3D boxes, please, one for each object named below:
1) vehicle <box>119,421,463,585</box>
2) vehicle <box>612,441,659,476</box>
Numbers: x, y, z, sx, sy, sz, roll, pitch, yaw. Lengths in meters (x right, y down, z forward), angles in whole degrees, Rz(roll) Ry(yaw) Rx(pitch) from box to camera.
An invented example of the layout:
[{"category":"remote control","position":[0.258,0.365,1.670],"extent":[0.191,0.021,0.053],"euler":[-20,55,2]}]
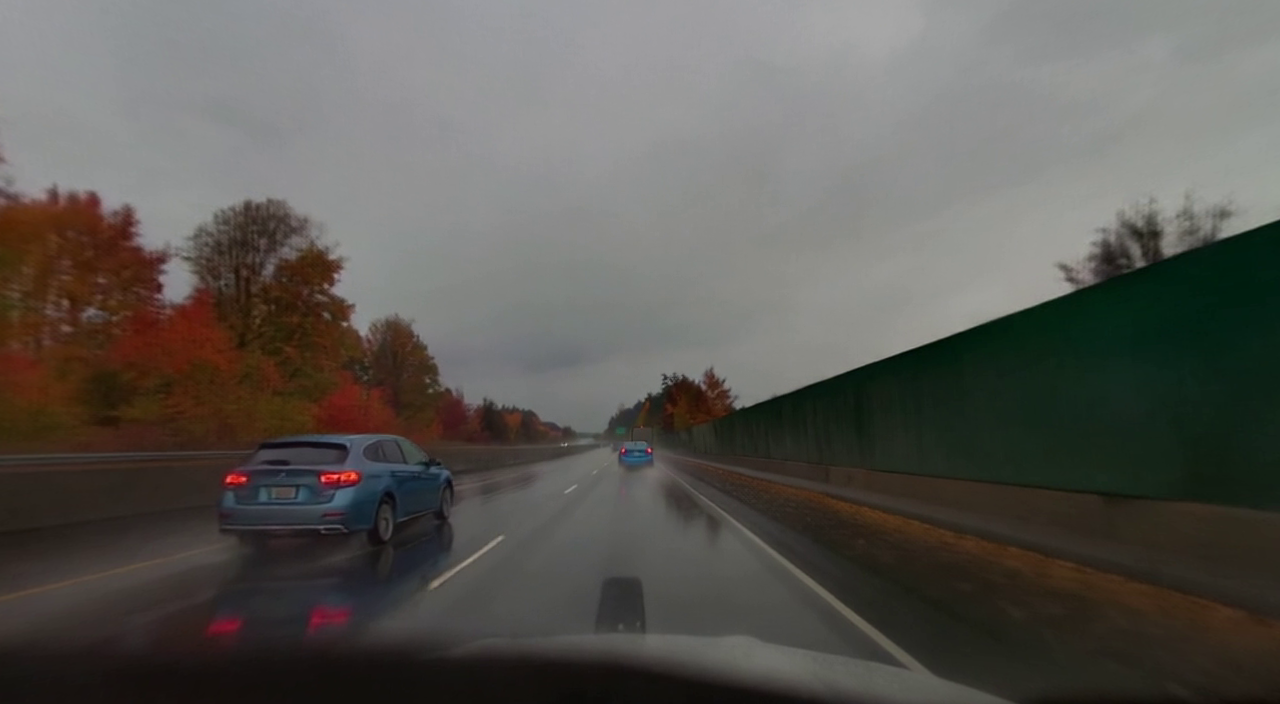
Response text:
[{"category":"vehicle","position":[-3.900,1.736,8.107],"extent":[2.054,1.536,4.128],"euler":[0,-8,0]},{"category":"vehicle","position":[-0.240,4.920,29.434],"extent":[2.057,1.516,4.065],"euler":[0,-8,-1]}]
